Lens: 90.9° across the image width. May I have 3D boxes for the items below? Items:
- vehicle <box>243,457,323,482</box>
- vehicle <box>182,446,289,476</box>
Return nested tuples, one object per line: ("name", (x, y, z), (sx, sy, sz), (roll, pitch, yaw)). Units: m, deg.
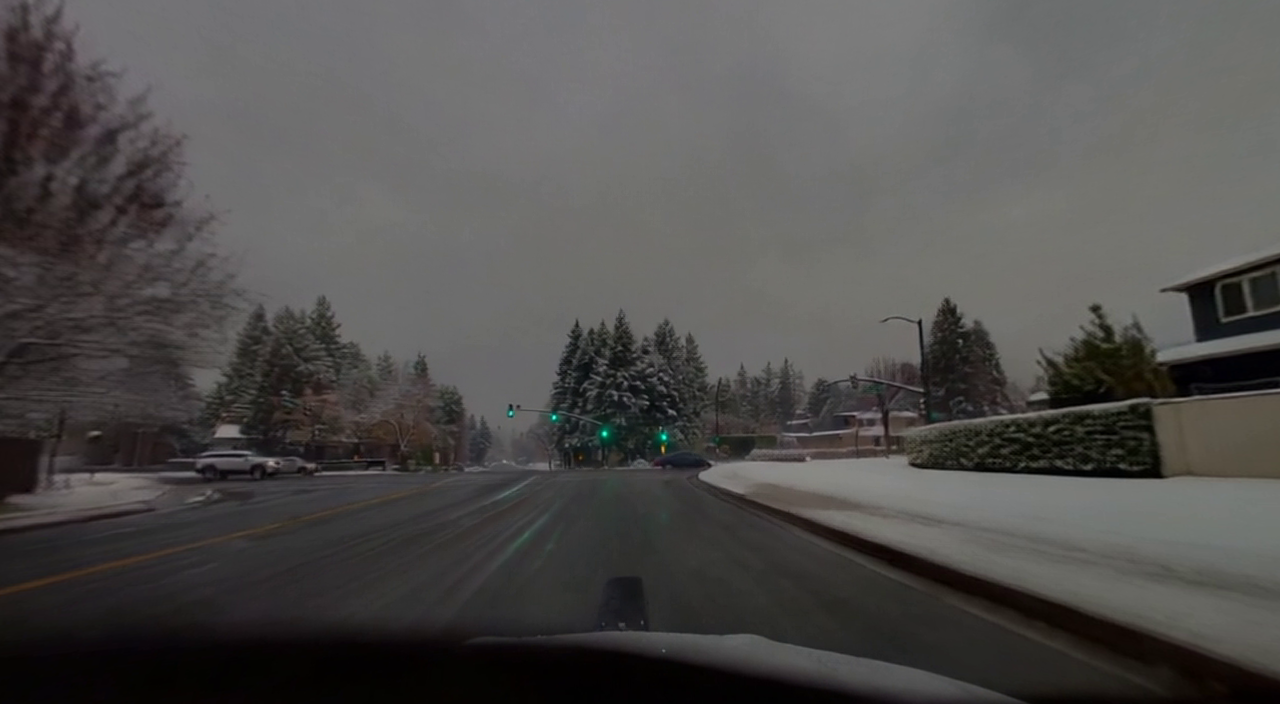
("vehicle", (-26.449, 8.720, 46.846), (4.664, 1.728, 1.959), (1, -9, -7))
("vehicle", (-25.379, 6.836, 39.763), (5.107, 1.749, 2.254), (0, -9, -7))
